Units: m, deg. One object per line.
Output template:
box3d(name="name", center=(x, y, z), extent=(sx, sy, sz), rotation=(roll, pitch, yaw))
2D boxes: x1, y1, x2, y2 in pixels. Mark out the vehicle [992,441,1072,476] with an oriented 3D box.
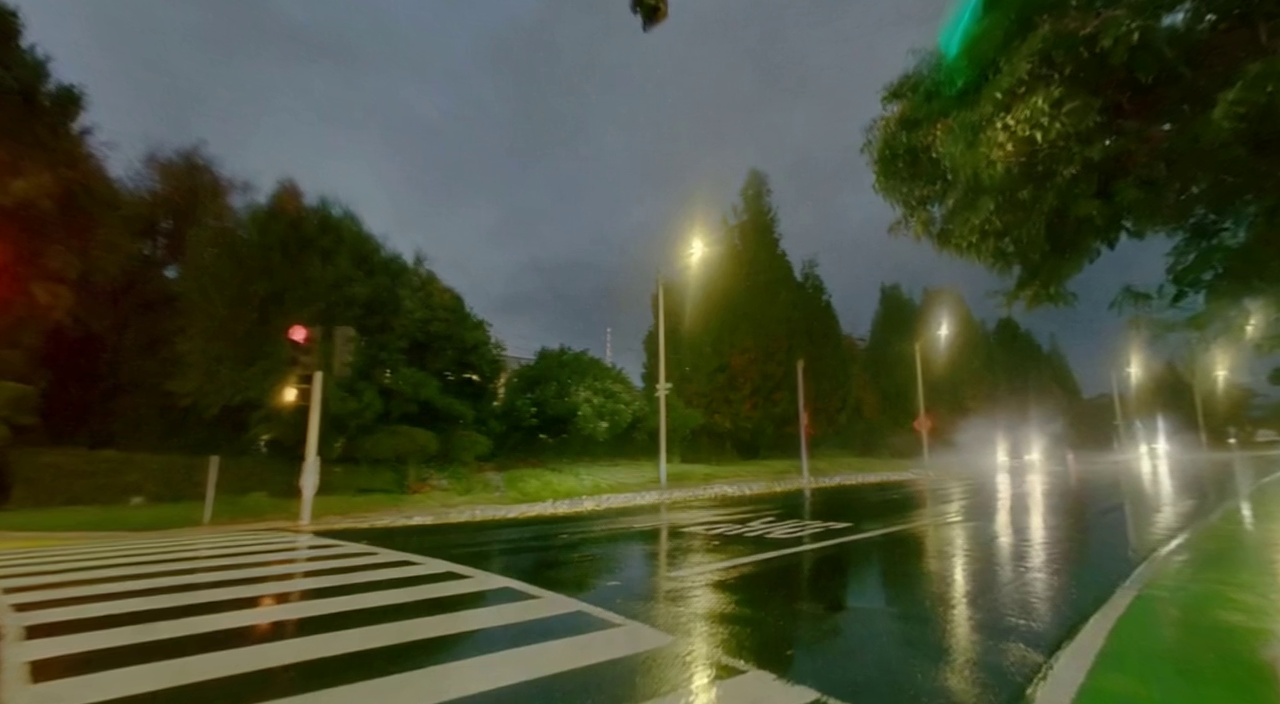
box3d(name="vehicle", center=(18.212, 4.889, 29.252), extent=(2.071, 1.456, 4.663), rotation=(-8, -12, 43))
